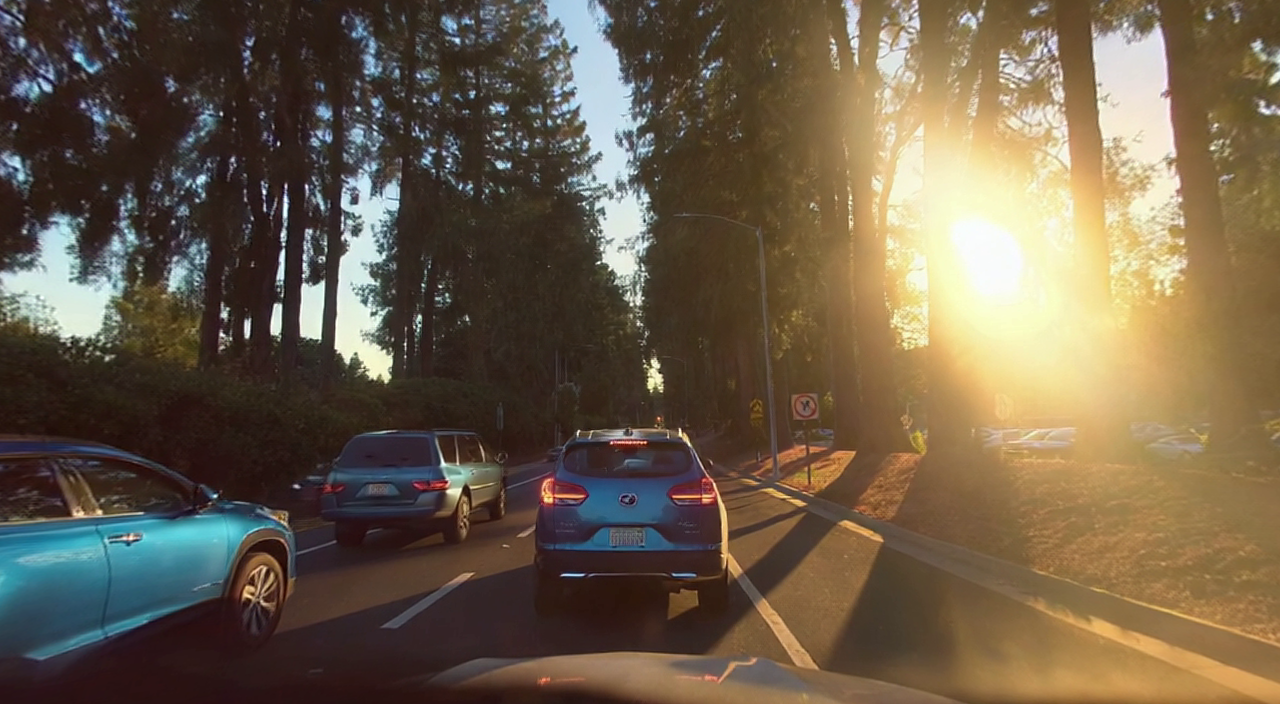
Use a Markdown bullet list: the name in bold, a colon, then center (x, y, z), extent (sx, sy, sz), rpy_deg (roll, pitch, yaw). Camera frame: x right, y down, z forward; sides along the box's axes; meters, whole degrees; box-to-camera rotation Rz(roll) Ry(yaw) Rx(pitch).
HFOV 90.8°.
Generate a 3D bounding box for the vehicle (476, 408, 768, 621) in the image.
- **vehicle**: center (-0.039, 1.524, 6.838), extent (2.229, 1.591, 3.897), rpy_deg (-1, -8, 3)

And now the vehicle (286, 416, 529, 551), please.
- **vehicle**: center (-3.462, 2.063, 10.648), extent (2.188, 1.745, 4.618), rpy_deg (0, -8, 2)

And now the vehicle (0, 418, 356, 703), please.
- **vehicle**: center (-3.684, 1.161, 3.637), extent (1.922, 1.464, 4.424), rpy_deg (0, -8, 2)

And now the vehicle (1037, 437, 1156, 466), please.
- **vehicle**: center (28.470, 6.208, 39.476), extent (5.955, 1.702, 2.166), rpy_deg (1, -8, -6)
